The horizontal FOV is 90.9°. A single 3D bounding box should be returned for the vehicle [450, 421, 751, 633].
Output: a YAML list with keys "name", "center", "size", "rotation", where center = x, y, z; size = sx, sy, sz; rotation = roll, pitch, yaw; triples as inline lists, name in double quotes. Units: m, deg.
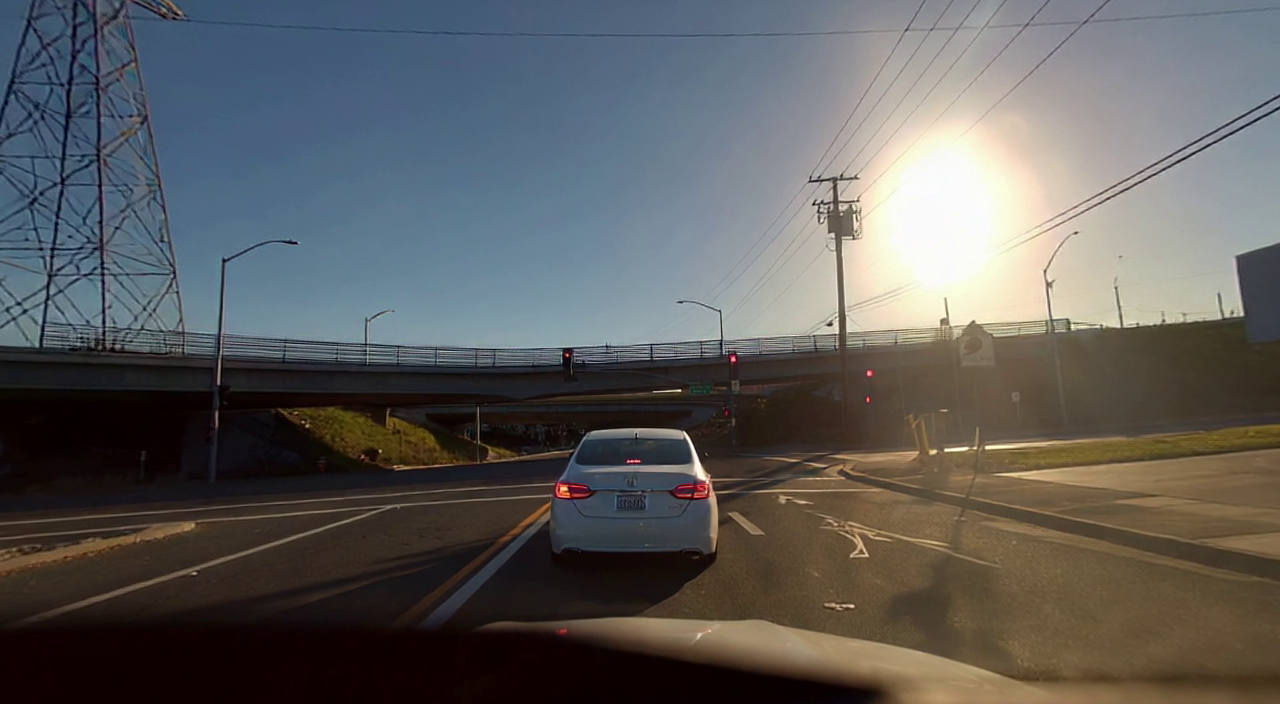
- name: "vehicle"
  center: [-0.245, 1.530, 6.477]
  size: [2.090, 1.458, 4.033]
  rotation: [-1, -9, 1]
